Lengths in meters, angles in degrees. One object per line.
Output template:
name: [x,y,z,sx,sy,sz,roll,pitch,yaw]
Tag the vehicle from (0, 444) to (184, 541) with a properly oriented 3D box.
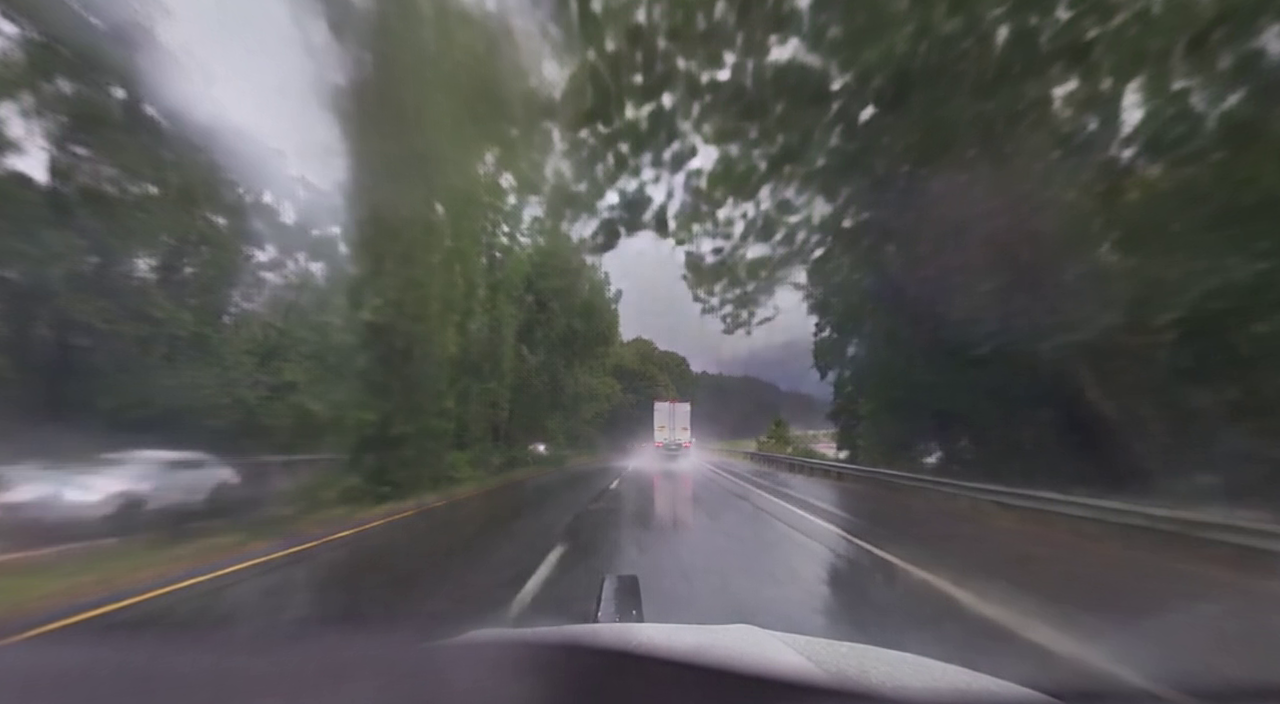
vehicle: [-10.538,2.357,11.107,1.860,1.421,4.177,-1,-8,0]
